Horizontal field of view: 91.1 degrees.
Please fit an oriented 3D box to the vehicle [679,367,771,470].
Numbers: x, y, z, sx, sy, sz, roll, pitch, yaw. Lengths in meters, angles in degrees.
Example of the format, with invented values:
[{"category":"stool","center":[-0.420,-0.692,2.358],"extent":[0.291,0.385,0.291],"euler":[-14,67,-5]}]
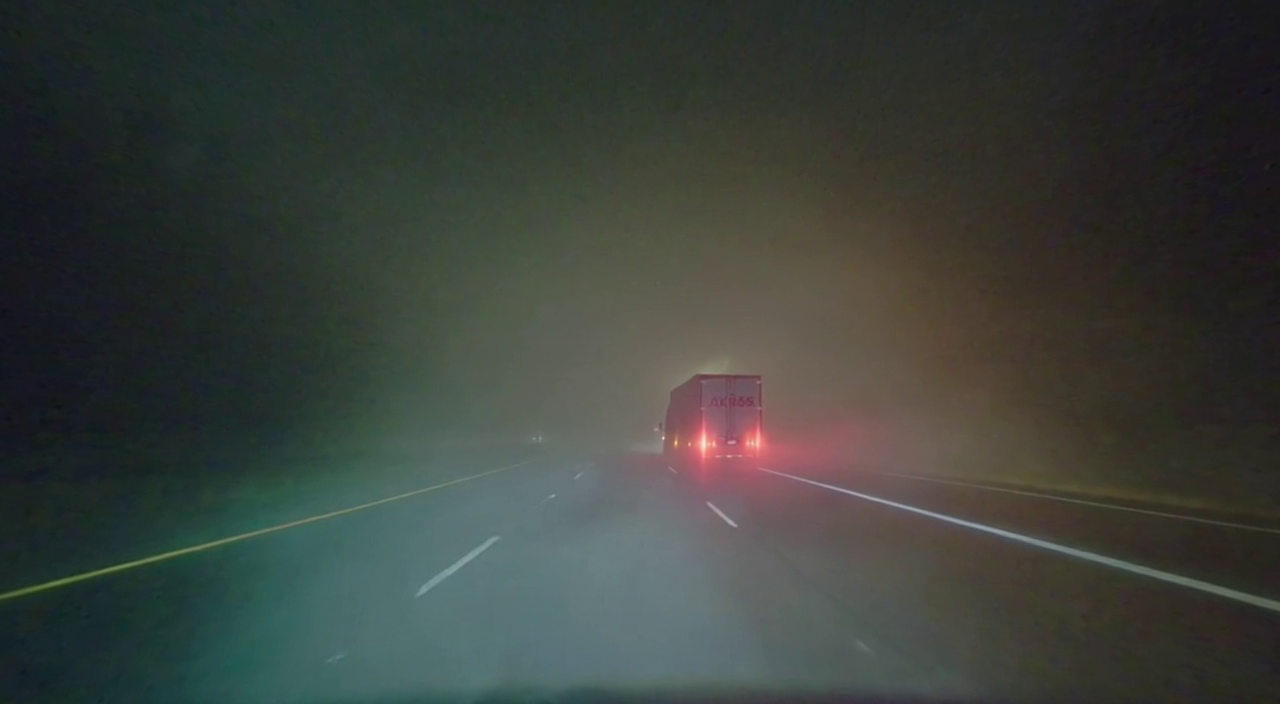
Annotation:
[{"category":"vehicle","center":[3.571,3.199,28.962],"extent":[2.880,3.986,9.103],"euler":[0,-8,-1]}]
